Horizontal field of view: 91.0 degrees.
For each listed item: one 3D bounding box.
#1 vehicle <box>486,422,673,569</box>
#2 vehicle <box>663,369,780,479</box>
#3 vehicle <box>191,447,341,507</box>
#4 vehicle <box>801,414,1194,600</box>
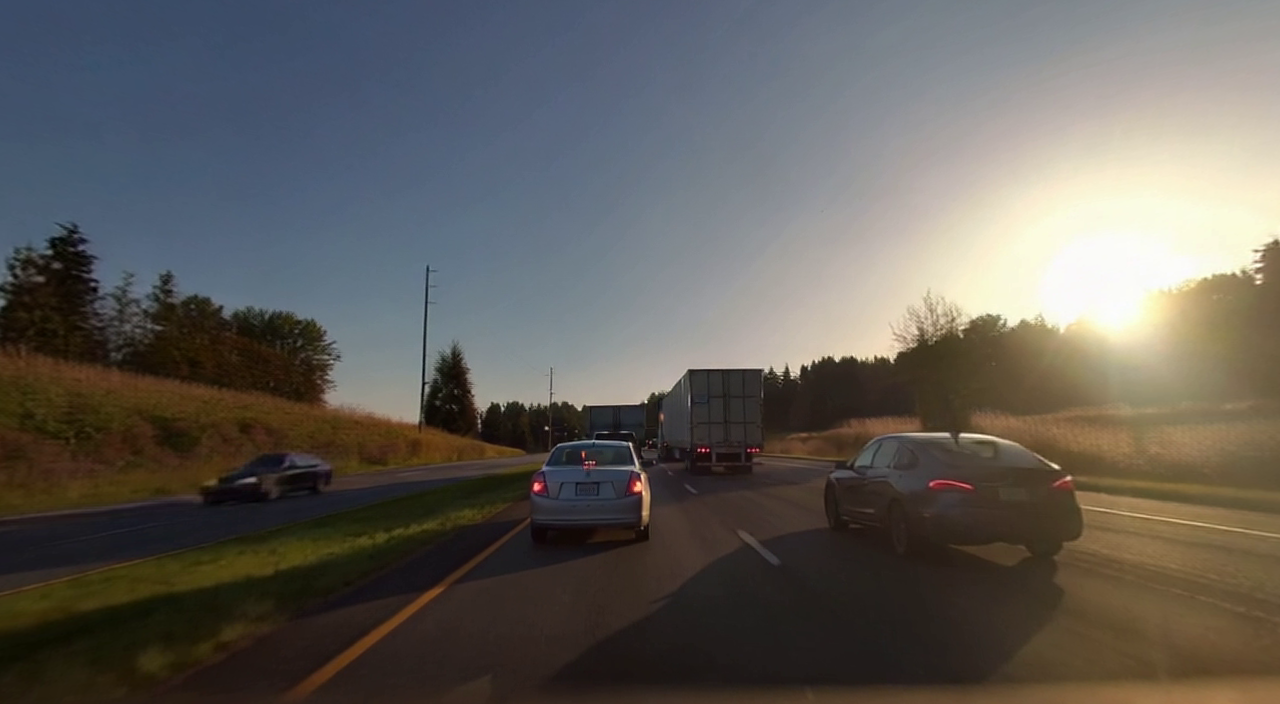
[{"bbox_3d":[-0.706,1.842,8.854,2.009,1.554,4.013,0,-8,-2],"label":"vehicle"},{"bbox_3d":[3.501,3.989,33.139,3.591,4.290,16.696,0,-8,-1],"label":"vehicle"},{"bbox_3d":[-11.450,3.799,19.697,2.029,1.617,4.260,0,-8,1],"label":"vehicle"},{"bbox_3d":[3.576,1.627,7.622,1.960,1.515,4.713,0,-8,0],"label":"vehicle"}]
